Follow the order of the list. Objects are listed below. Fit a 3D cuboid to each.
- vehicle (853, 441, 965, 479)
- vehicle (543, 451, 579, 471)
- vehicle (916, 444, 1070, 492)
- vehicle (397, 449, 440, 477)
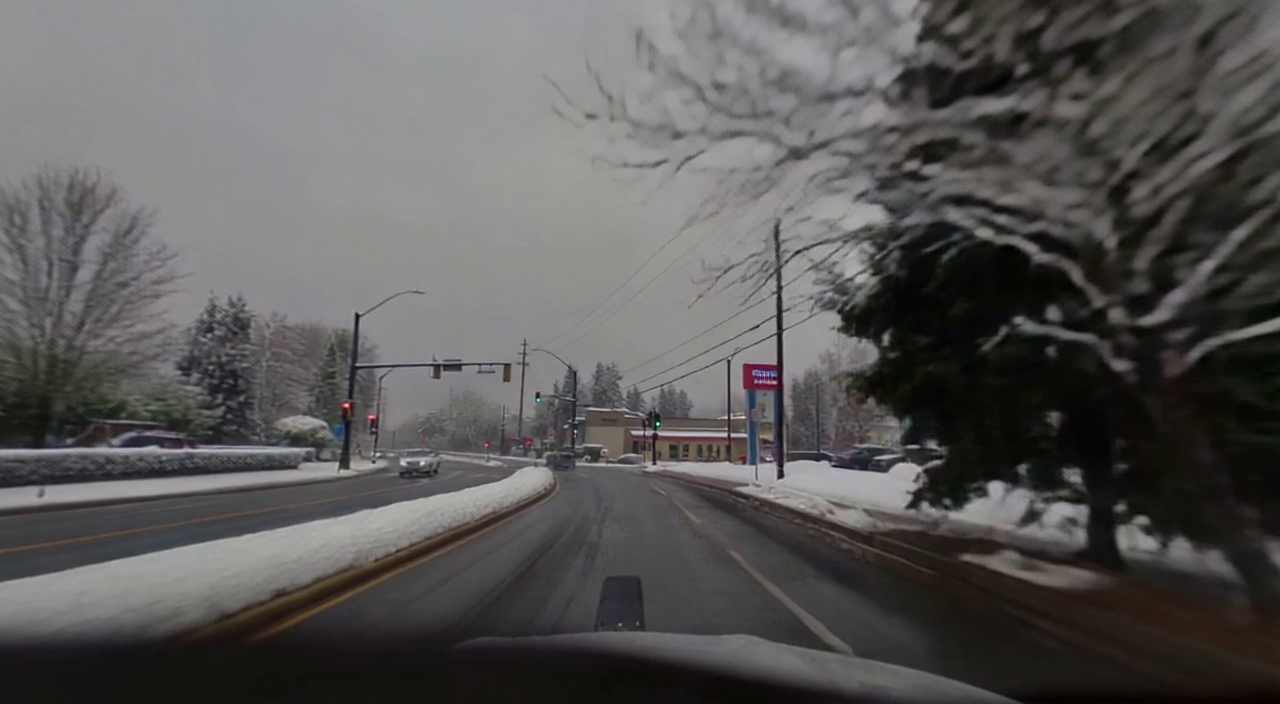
[{"bbox_3d":[13.167,5.311,31.193,4.444,1.815,2.239,0,-9,1],"label":"vehicle"},{"bbox_3d":[-6.196,8.445,49.099,2.094,1.500,3.682,3,-9,-18],"label":"vehicle"},{"bbox_3d":[14.086,4.641,25.467,4.996,1.720,2.027,0,-5,2],"label":"vehicle"},{"bbox_3d":[-13.417,6.709,38.462,1.918,1.628,4.011,2,-9,-12],"label":"vehicle"}]
